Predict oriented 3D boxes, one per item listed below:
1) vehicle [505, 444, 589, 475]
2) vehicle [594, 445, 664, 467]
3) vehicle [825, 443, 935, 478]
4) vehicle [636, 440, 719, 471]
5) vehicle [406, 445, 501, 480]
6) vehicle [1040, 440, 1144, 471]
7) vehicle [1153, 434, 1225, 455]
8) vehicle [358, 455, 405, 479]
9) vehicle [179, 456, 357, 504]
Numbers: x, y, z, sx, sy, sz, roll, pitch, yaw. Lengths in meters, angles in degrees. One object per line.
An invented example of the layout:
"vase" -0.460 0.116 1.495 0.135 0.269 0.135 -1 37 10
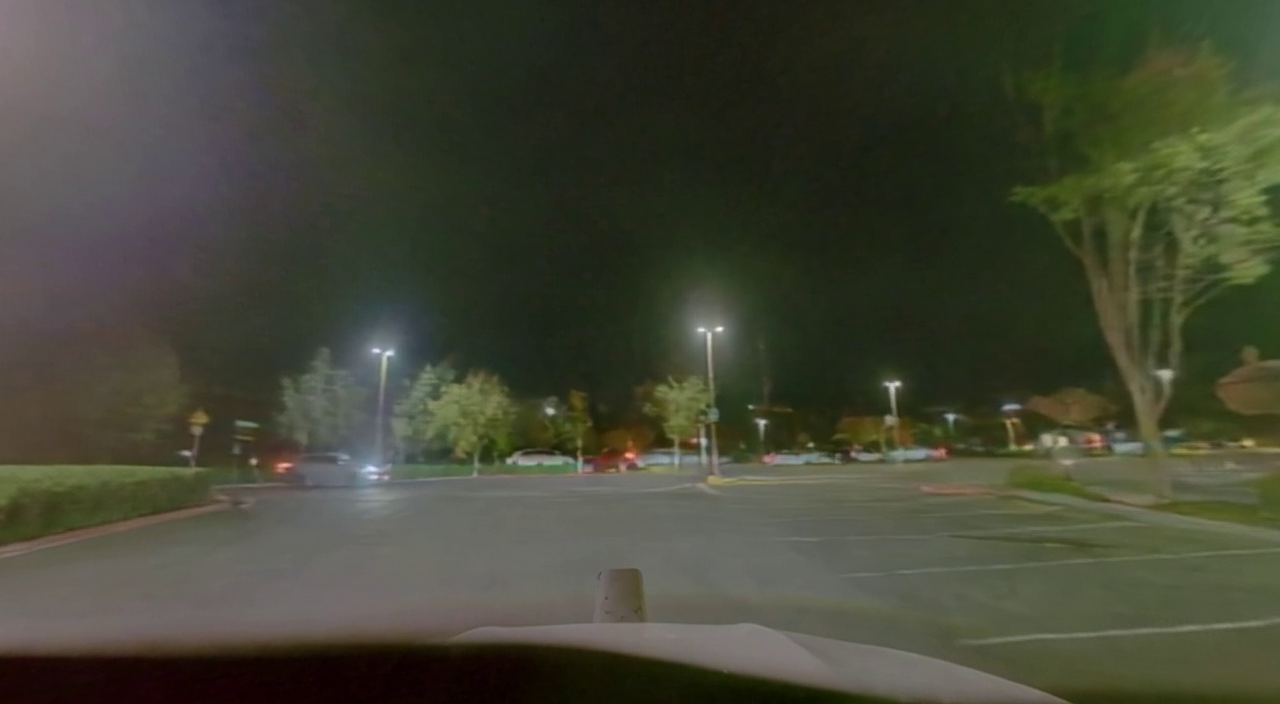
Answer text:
"vehicle" -5.440 6.292 36.878 4.666 1.634 1.816 3 -13 -15
"vehicle" -0.761 7.278 44.440 4.601 1.484 1.839 3 -9 -20
"vehicle" 10.435 4.715 27.562 4.106 1.449 1.760 2 -9 -14
"vehicle" 2.303 6.324 38.823 4.660 1.687 1.981 2 -6 -17
"vehicle" -10.398 6.175 35.527 4.939 1.664 2.055 1 -5 -14
"vehicle" 21.572 4.933 30.197 4.059 1.388 1.726 2 -9 -14
"vehicle" 42.710 7.179 49.209 3.754 1.531 1.895 -1 -8 -1
"vehicle" -16.756 7.454 41.121 2.190 1.441 3.759 2 -9 -13
"vehicle" -12.418 4.286 21.464 4.772 1.441 1.976 2 -9 -13
